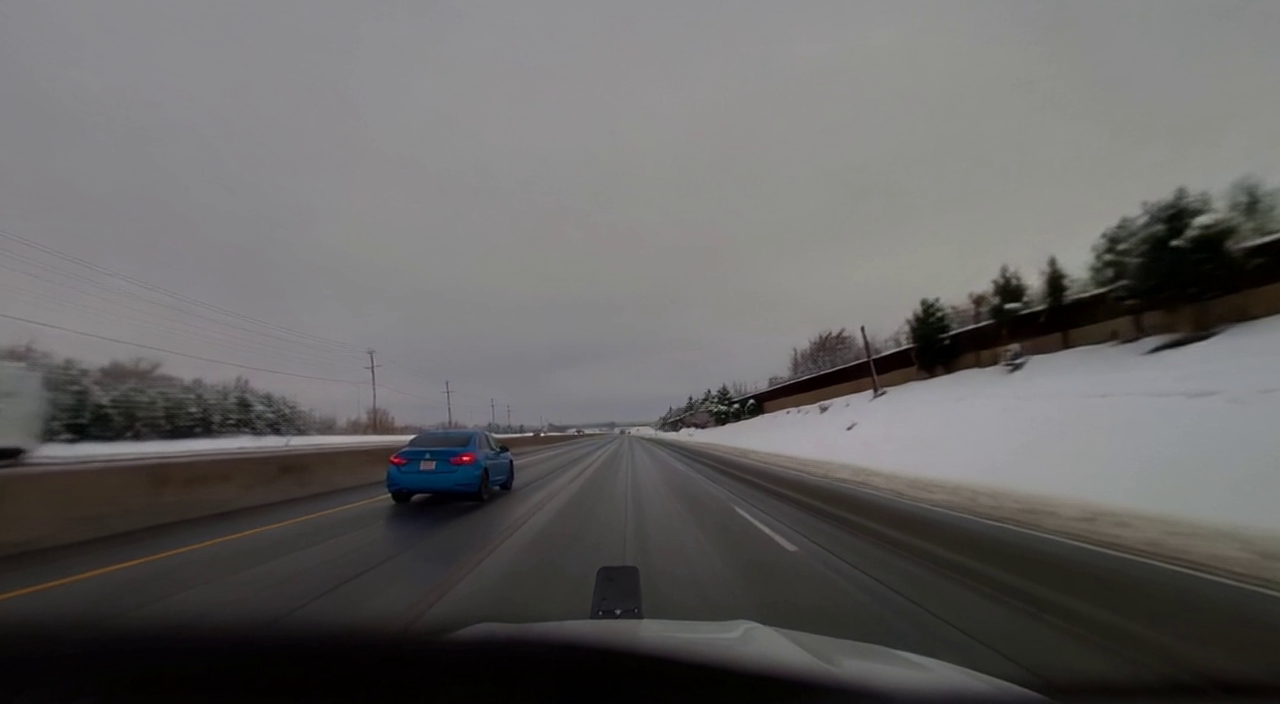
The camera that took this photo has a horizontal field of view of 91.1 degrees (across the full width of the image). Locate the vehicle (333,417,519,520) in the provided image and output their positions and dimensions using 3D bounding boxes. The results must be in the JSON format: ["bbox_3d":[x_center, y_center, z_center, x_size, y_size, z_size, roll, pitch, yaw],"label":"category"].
[{"bbox_3d":[-3.606,2.018,11.491,1.999,1.536,3.969,0,-8,0],"label":"vehicle"}]
